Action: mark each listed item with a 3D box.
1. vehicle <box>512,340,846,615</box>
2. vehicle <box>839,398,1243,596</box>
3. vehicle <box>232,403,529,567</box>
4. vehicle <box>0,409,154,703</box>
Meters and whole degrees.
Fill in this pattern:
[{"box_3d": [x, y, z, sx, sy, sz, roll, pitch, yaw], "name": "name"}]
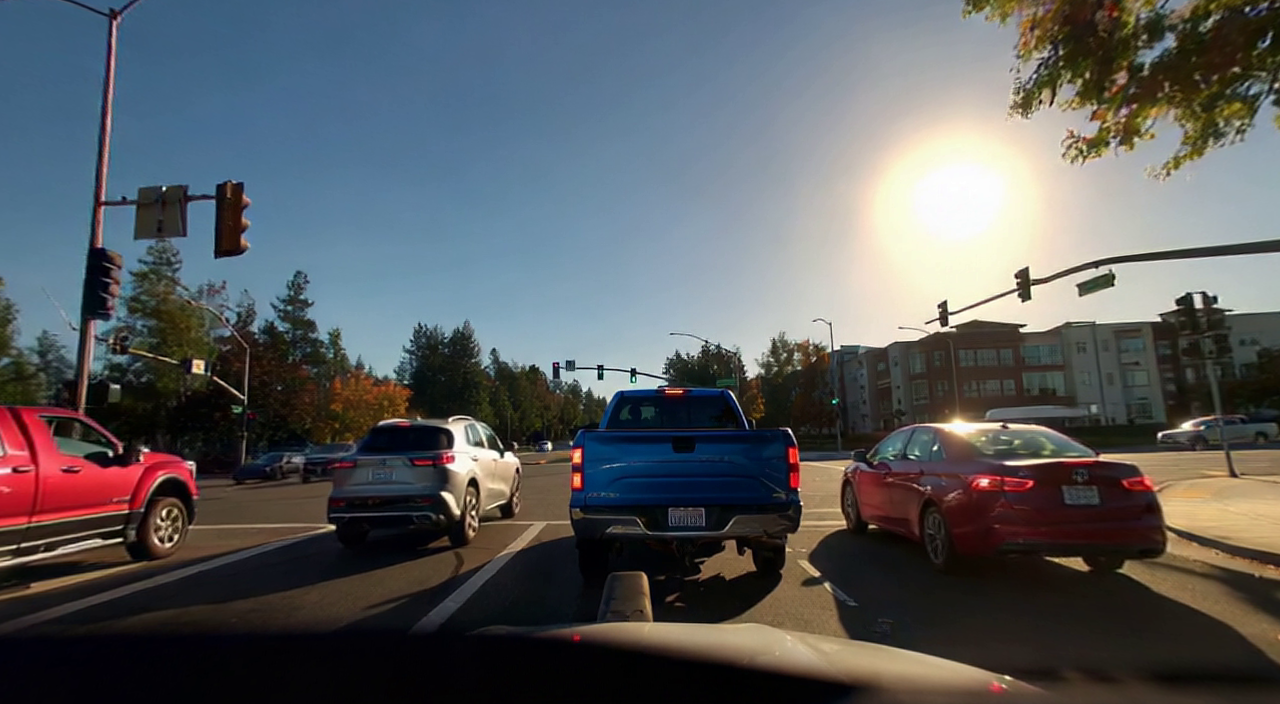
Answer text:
[{"box_3d": [0.333, 1.286, 7.243, 2.505, 2.084, 4.768, 0, -8, 1], "name": "vehicle"}, {"box_3d": [4.049, 1.532, 7.480, 1.984, 1.659, 4.226, 0, -8, 0], "name": "vehicle"}, {"box_3d": [-3.236, 1.778, 9.219, 2.125, 1.739, 4.707, 0, -8, 3], "name": "vehicle"}, {"box_3d": [-3.394, 0.712, 0.673, 1.998, 1.481, 4.656, 0, -8, 1], "name": "vehicle"}]
